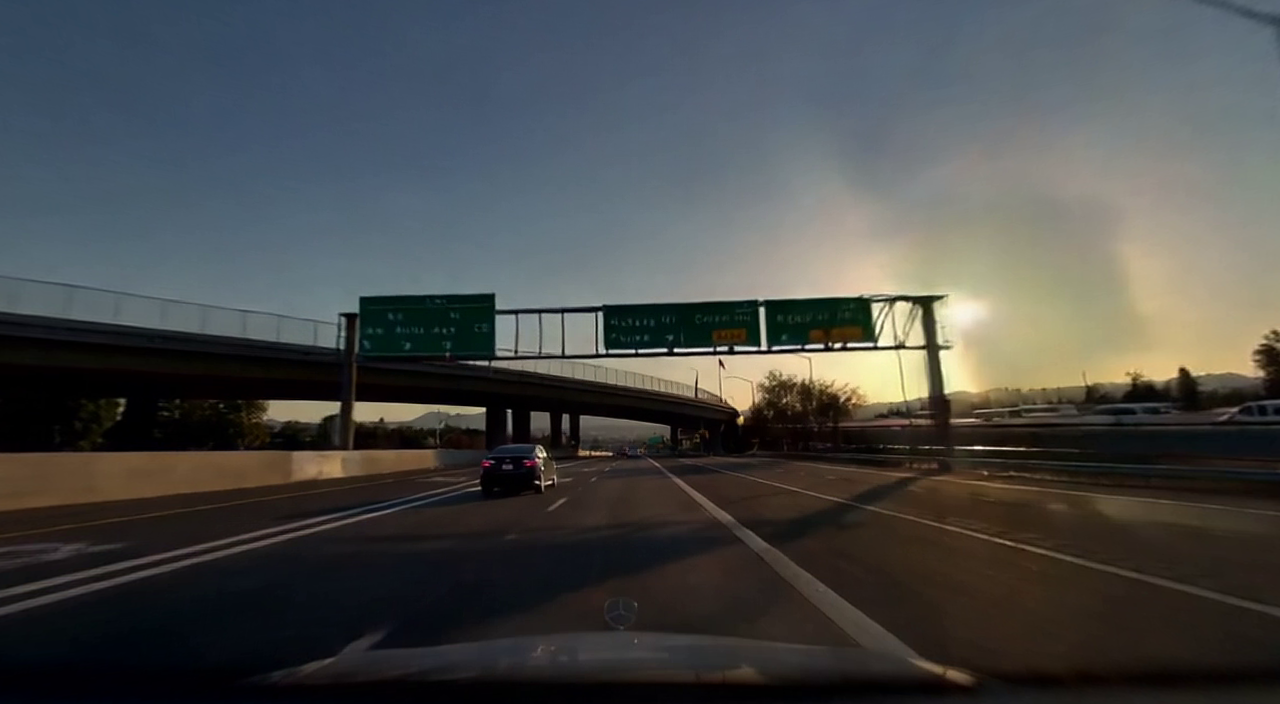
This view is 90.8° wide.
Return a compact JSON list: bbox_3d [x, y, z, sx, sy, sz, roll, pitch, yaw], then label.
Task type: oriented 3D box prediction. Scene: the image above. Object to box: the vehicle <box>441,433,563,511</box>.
[{"bbox_3d":[-3.320,2.989,16.245,2.178,1.699,4.321,0,-8,0],"label":"vehicle"}]
